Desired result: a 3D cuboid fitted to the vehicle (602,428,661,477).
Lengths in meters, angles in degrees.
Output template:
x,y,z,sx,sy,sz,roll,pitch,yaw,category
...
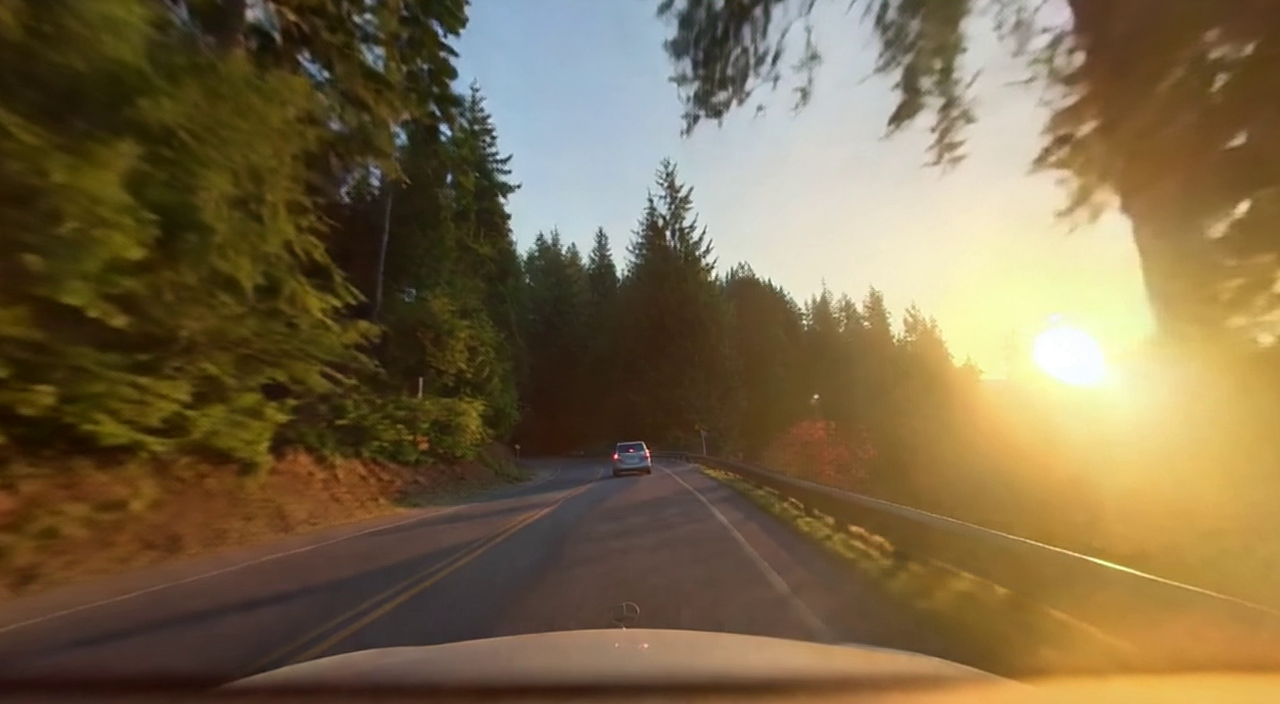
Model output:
x,y,z,sx,sy,sz,roll,pitch,yaw,category
-0.445,4.899,31.016,2.469,1.953,5.605,-5,-8,-2,vehicle
